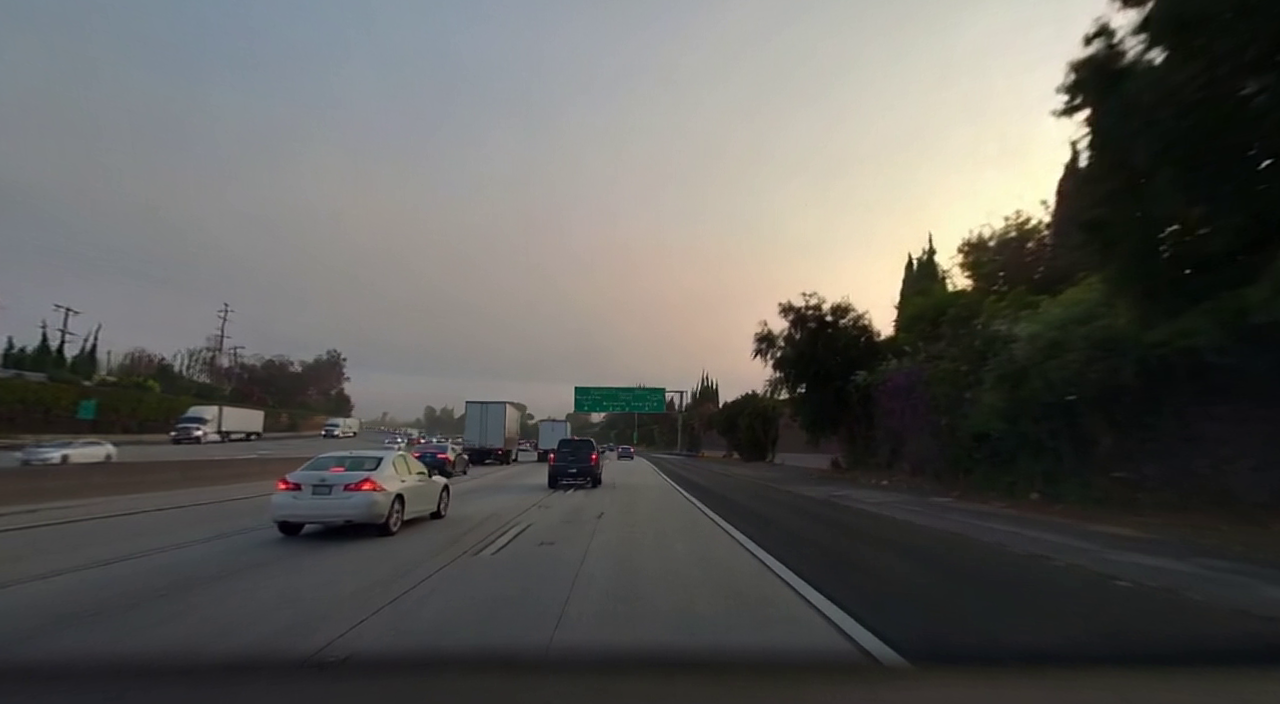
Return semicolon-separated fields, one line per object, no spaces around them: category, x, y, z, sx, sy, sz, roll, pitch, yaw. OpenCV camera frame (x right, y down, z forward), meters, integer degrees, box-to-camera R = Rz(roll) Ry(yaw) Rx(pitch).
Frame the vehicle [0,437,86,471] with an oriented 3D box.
vehicle;-30.953;5.179;32.309;1.810;1.585;4.116;1;-8;-5

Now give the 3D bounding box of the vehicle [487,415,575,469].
vehicle;-6.322;5.732;39.665;3.270;2.674;14.547;-1;-9;-1

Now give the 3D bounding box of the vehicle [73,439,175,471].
vehicle;-26.388;5.282;32.598;1.854;1.490;4.319;1;-9;-5

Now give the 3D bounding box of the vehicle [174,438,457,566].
vehicle;-4.390;2.063;9.608;1.932;1.445;4.625;0;-8;-2

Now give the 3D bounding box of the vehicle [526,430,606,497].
vehicle;-2.132;3.398;19.713;2.093;1.785;5.303;0;-8;-3

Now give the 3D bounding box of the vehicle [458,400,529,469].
vehicle;-10.773;6.384;48.077;2.966;4.493;12.921;0;-8;-3
